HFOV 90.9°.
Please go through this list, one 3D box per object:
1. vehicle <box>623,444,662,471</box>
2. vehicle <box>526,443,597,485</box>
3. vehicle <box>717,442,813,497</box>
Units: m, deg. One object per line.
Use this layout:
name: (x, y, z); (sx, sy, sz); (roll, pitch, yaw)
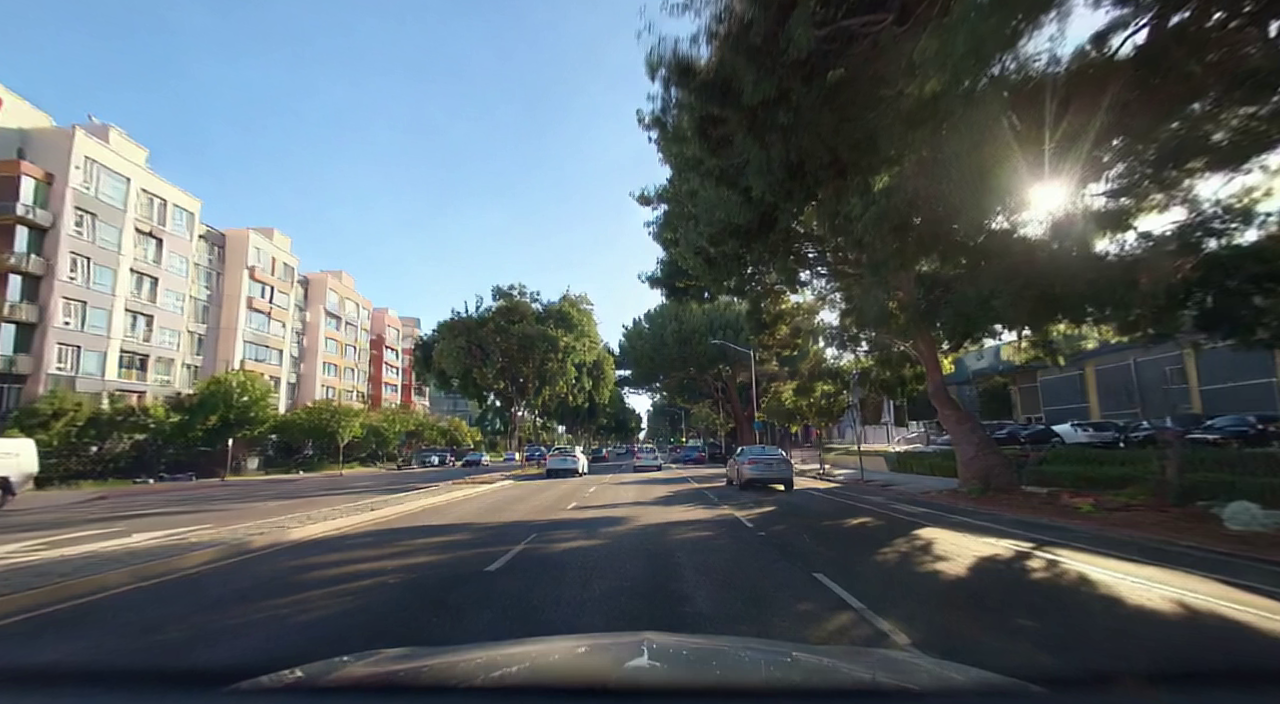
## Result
vehicle: (0.124, 6.043, 36.342); (2.101, 1.480, 3.929); (0, -8, 0)
vehicle: (-2.938, 4.307, 24.573); (2.082, 1.467, 4.379); (0, -8, 1)
vehicle: (3.684, 3.537, 19.487); (1.990, 1.486, 4.431); (0, -8, -1)
